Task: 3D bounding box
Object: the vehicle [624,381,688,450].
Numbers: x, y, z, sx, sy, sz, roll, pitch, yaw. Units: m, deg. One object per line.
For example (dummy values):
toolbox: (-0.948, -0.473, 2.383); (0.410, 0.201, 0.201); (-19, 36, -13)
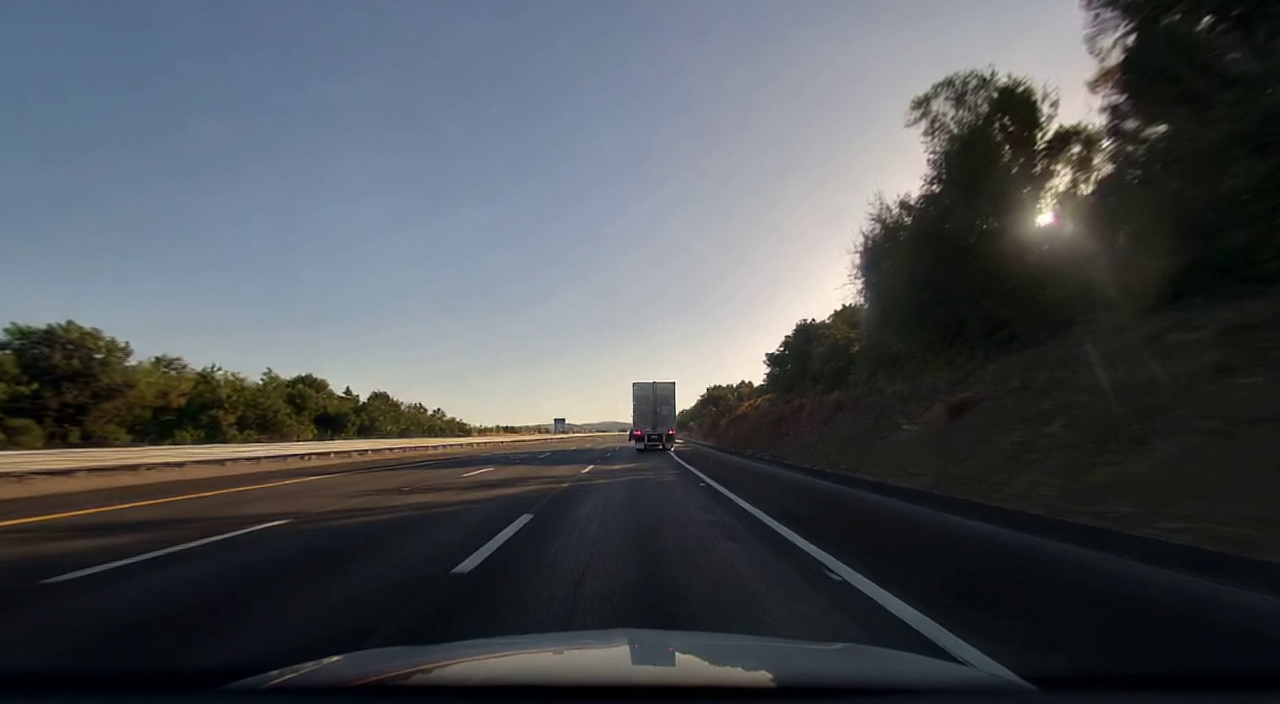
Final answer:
vehicle: (0.930, 4.197, 39.827); (3.446, 3.698, 12.089); (0, -8, 1)
